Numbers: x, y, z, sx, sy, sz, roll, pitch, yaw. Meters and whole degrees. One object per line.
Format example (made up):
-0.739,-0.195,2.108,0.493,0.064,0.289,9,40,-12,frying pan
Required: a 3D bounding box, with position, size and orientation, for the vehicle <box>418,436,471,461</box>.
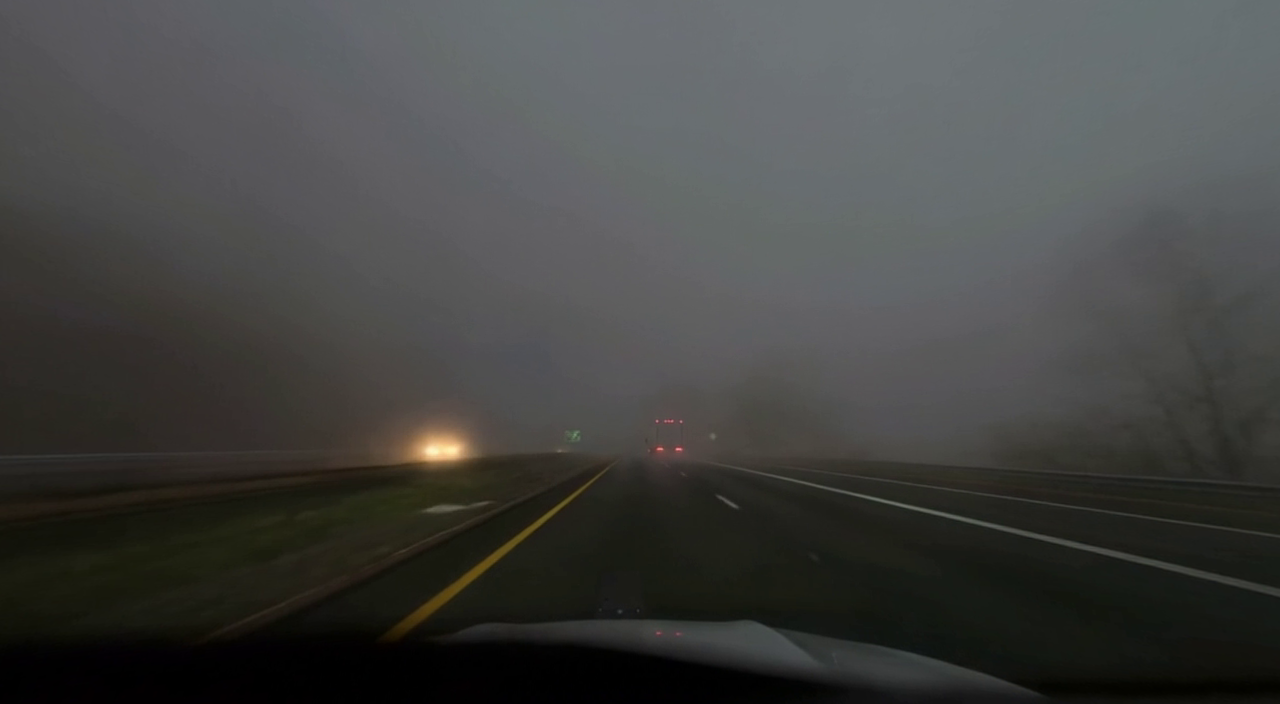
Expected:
-12.829,6.381,41.518,1.985,1.509,4.745,0,-9,0,vehicle
